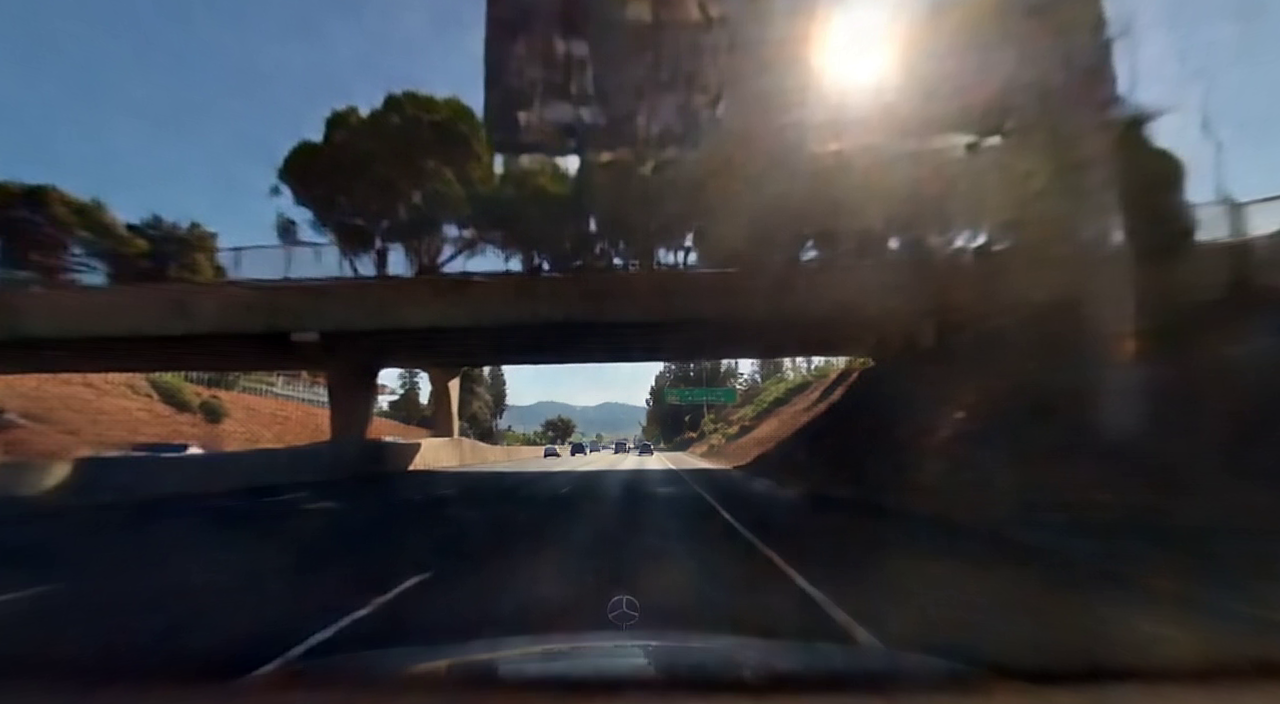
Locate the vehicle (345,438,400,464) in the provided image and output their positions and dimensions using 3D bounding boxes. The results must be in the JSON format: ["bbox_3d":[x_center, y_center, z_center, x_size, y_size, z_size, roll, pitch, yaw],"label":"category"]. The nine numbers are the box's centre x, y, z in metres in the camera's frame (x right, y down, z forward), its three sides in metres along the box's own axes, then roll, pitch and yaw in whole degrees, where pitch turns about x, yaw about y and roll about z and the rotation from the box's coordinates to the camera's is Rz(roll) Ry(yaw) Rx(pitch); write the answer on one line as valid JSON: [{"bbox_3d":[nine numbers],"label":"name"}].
[{"bbox_3d":[-16.180,6.010,38.331,1.716,1.450,3.496,0,-8,1],"label":"vehicle"}]

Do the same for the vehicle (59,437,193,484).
[{"bbox_3d":[-16.697,3.521,20.710,1.529,1.390,3.336,0,-8,1],"label":"vehicle"}]
